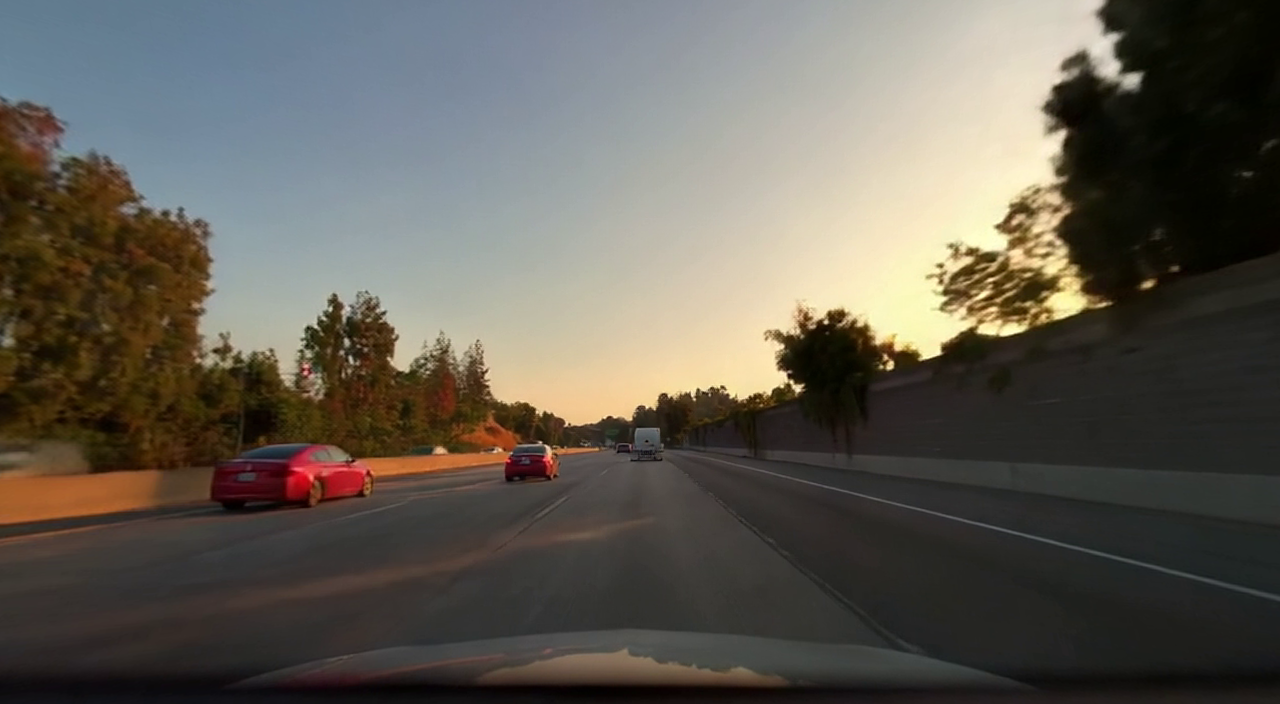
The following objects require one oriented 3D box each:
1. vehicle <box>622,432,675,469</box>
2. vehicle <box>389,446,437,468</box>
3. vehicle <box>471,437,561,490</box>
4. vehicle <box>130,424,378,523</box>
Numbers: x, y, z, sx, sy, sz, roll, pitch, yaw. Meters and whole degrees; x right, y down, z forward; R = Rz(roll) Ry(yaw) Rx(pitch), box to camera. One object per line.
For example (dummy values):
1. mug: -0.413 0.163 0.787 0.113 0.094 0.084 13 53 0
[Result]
1. vehicle: 0.436 5.728 36.733 2.856 1.994 4.931 0 -8 -1
2. vehicle: -17.245 7.991 48.052 1.834 1.546 4.518 0 -9 1
3. vehicle: -3.811 3.510 20.187 2.000 1.512 4.371 0 -8 0
4. vehicle: -7.620 2.435 13.210 2.189 1.673 4.699 0 -8 0
